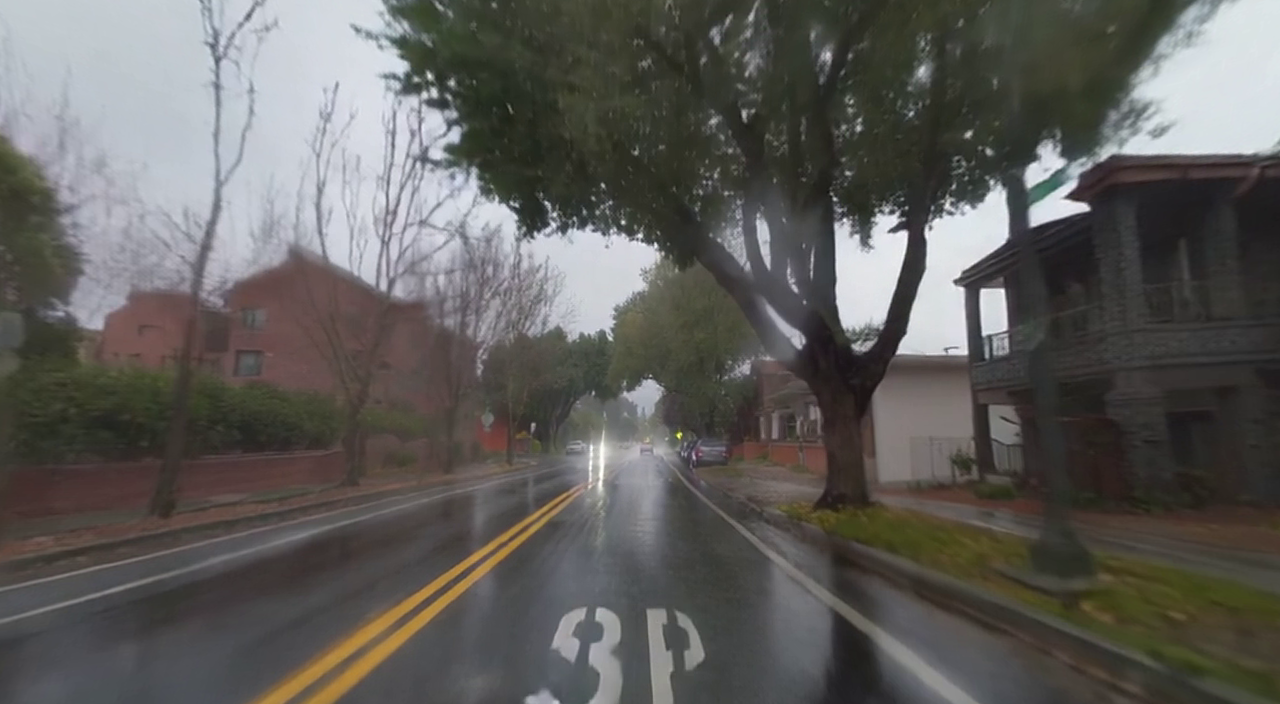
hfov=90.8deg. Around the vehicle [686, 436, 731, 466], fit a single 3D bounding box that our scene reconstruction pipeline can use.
[{"bbox_3d":[4.165,6.099,39.259,1.937,1.752,4.574,0,-8,-5],"label":"vehicle"}]
